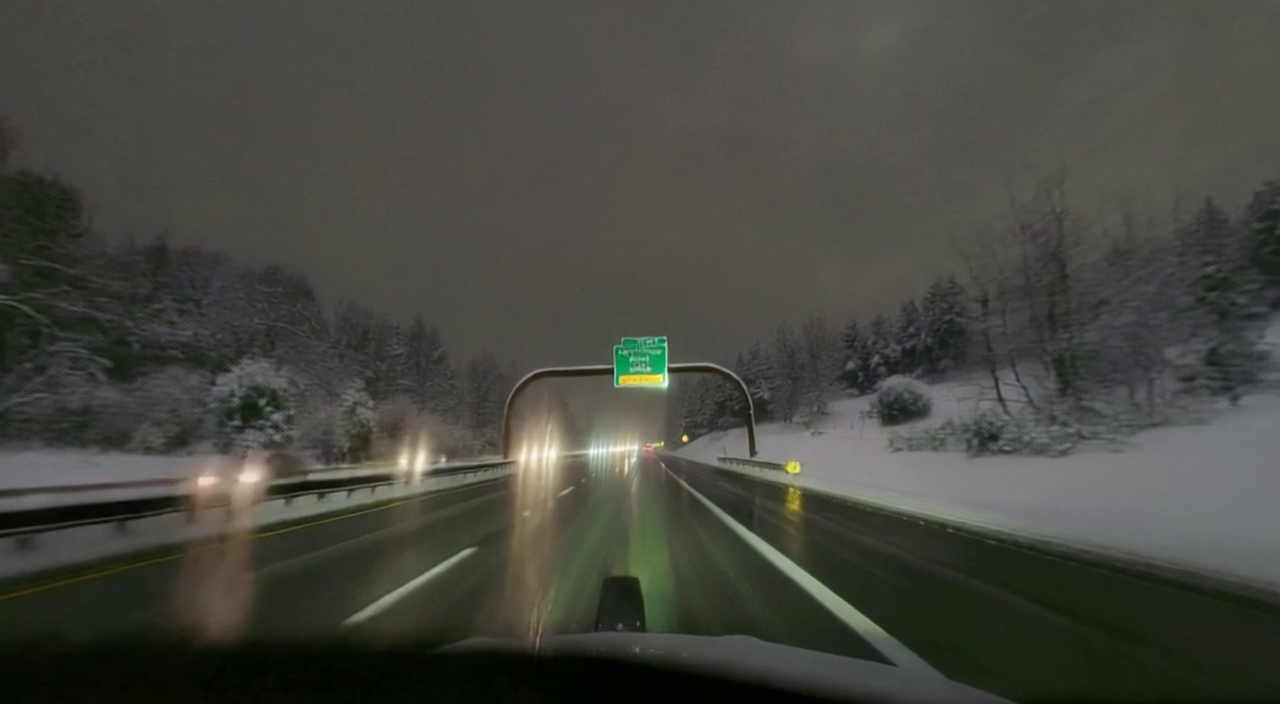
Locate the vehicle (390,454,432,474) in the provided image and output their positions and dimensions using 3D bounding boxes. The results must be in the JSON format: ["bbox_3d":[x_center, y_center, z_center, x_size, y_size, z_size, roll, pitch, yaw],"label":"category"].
[{"bbox_3d":[-17.084,8.366,47.200,1.768,1.425,3.536,0,-9,1],"label":"vehicle"}]

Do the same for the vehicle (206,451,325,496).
[{"bbox_3d":[-13.181,4.270,22.498,1.914,1.460,3.730,0,-9,0],"label":"vehicle"}]
